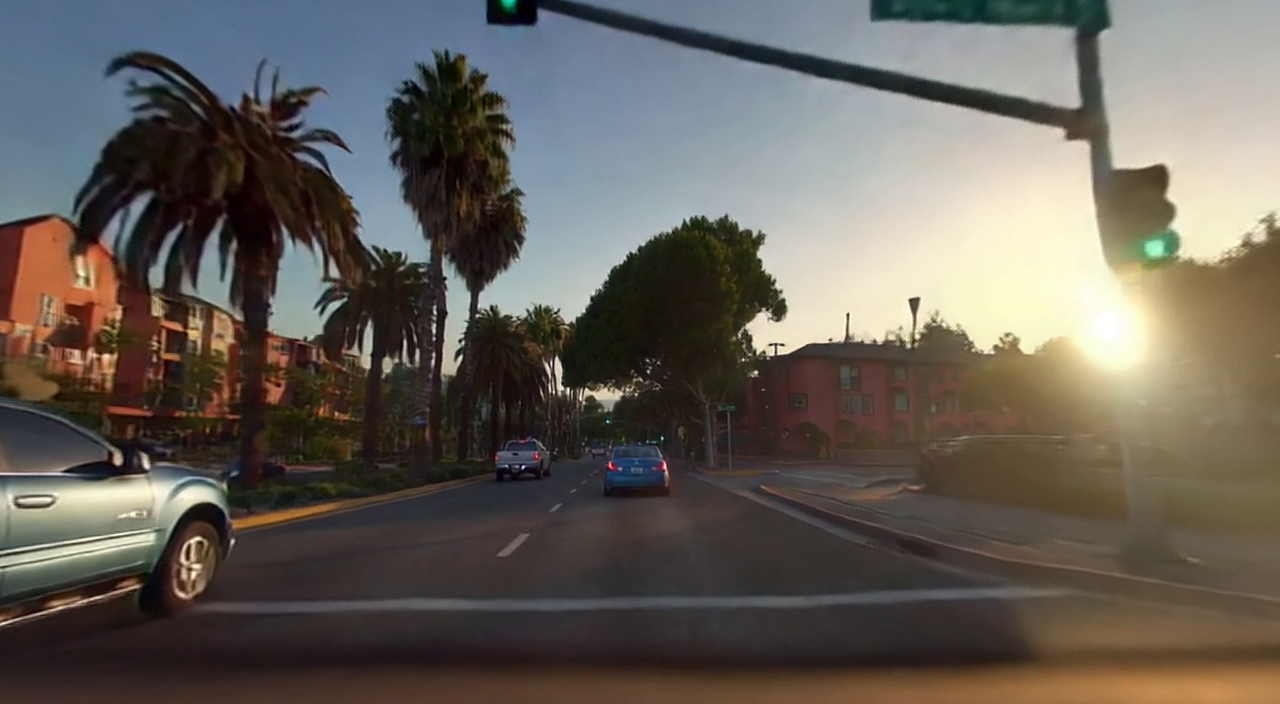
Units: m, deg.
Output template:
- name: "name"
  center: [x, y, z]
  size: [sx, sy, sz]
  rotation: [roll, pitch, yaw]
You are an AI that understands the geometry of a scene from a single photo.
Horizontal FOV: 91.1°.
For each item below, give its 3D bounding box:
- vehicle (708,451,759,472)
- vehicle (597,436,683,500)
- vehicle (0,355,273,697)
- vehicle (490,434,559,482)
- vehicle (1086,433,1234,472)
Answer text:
- name: "vehicle"
  center: [6.008, 6.944, 39.994]
  size: [2.949, 1.209, 3.070]
  rotation: [-2, -9, 14]
- name: "vehicle"
  center: [-0.073, 3.194, 17.672]
  size: [2.122, 1.562, 4.152]
  rotation: [0, -8, -2]
- name: "vehicle"
  center: [-4.691, 0.916, 3.077]
  size: [2.187, 1.904, 6.103]
  rotation: [0, -8, -1]
- name: "vehicle"
  center: [-5.441, 5.091, 30.598]
  size: [2.447, 2.062, 5.911]
  rotation: [0, -8, -2]
- name: "vehicle"
  center: [26.767, 5.197, 32.464]
  size: [5.602, 1.903, 2.128]
  rotation: [0, -8, 2]
